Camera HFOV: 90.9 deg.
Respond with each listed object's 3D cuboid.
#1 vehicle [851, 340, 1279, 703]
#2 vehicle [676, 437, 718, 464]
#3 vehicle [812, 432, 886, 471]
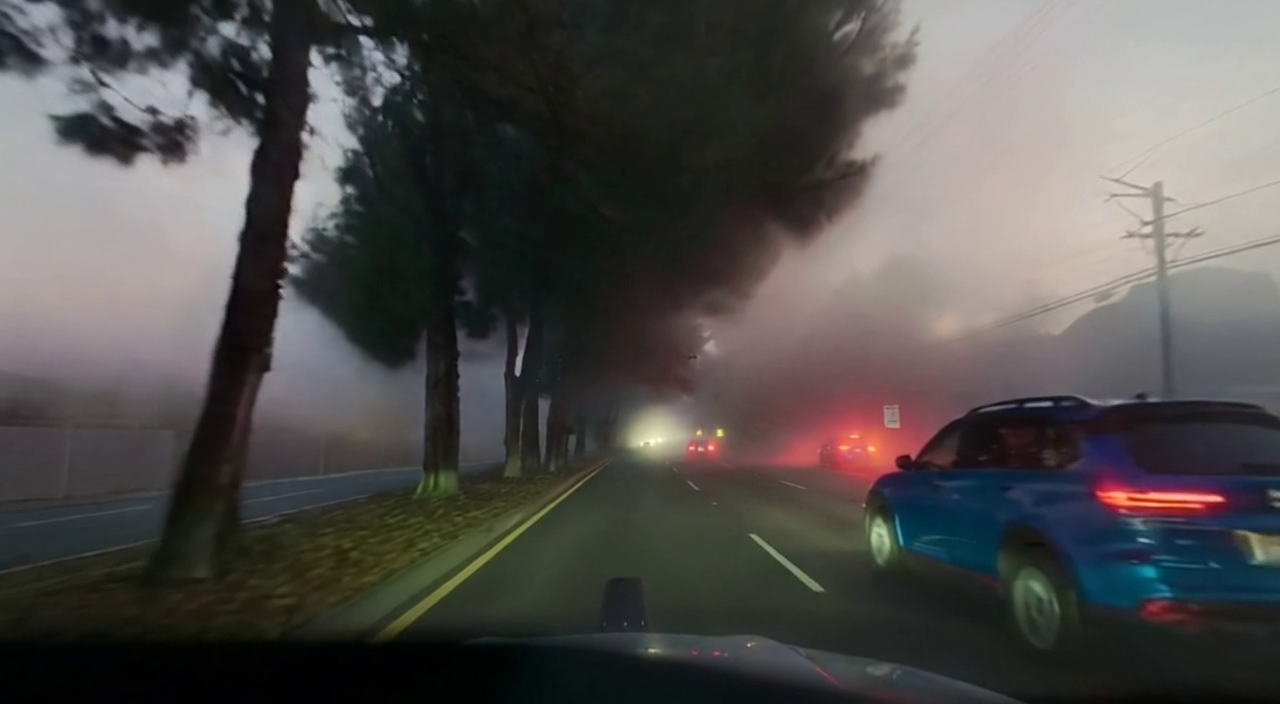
[{"bbox_3d":[3.600,1.141,5.122,2.176,1.752,4.628,0,-8,0],"label":"vehicle"},{"bbox_3d":[3.365,5.902,37.853,2.063,1.481,4.247,0,-8,0],"label":"vehicle"},{"bbox_3d":[9.912,4.755,30.221,1.978,1.700,4.461,0,-8,0],"label":"vehicle"}]
